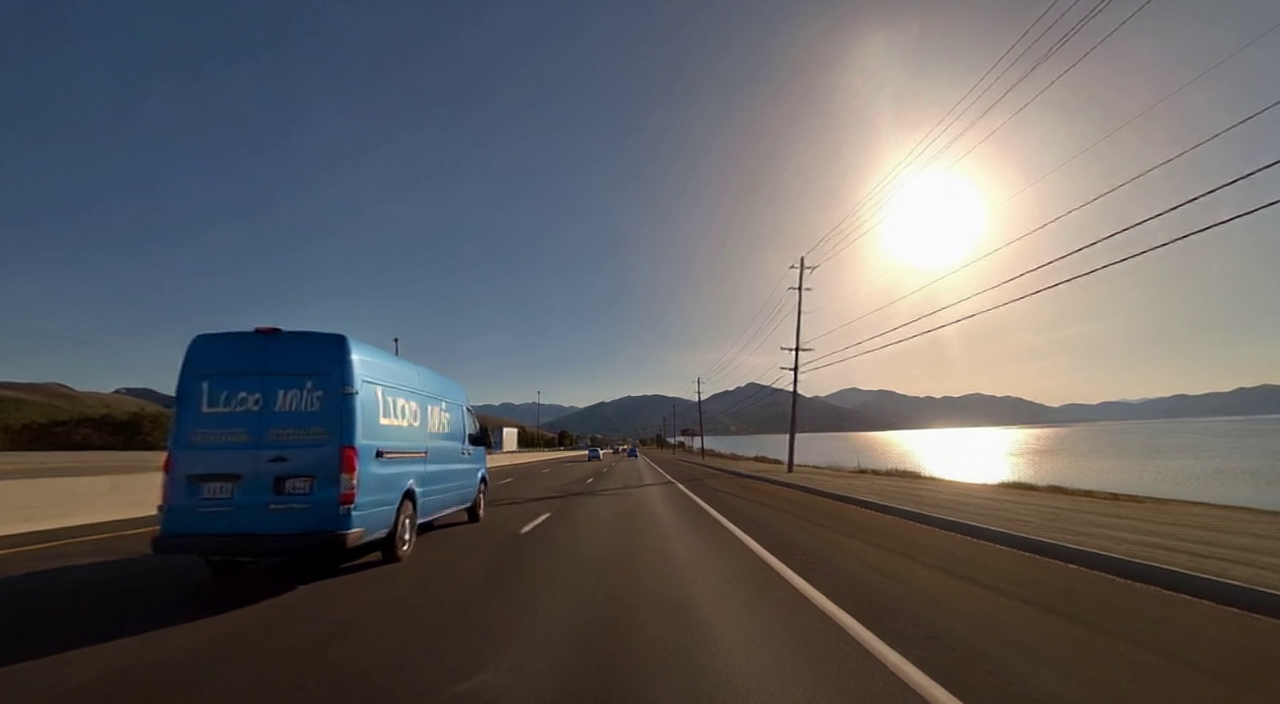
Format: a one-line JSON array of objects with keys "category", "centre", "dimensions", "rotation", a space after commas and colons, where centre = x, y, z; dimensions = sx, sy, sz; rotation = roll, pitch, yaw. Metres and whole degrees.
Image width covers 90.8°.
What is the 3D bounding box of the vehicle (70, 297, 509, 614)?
[{"category": "vehicle", "centre": [-3.697, 1.349, 8.836], "dimensions": [2.331, 2.757, 6.581], "rotation": [0, -8, 0]}]
